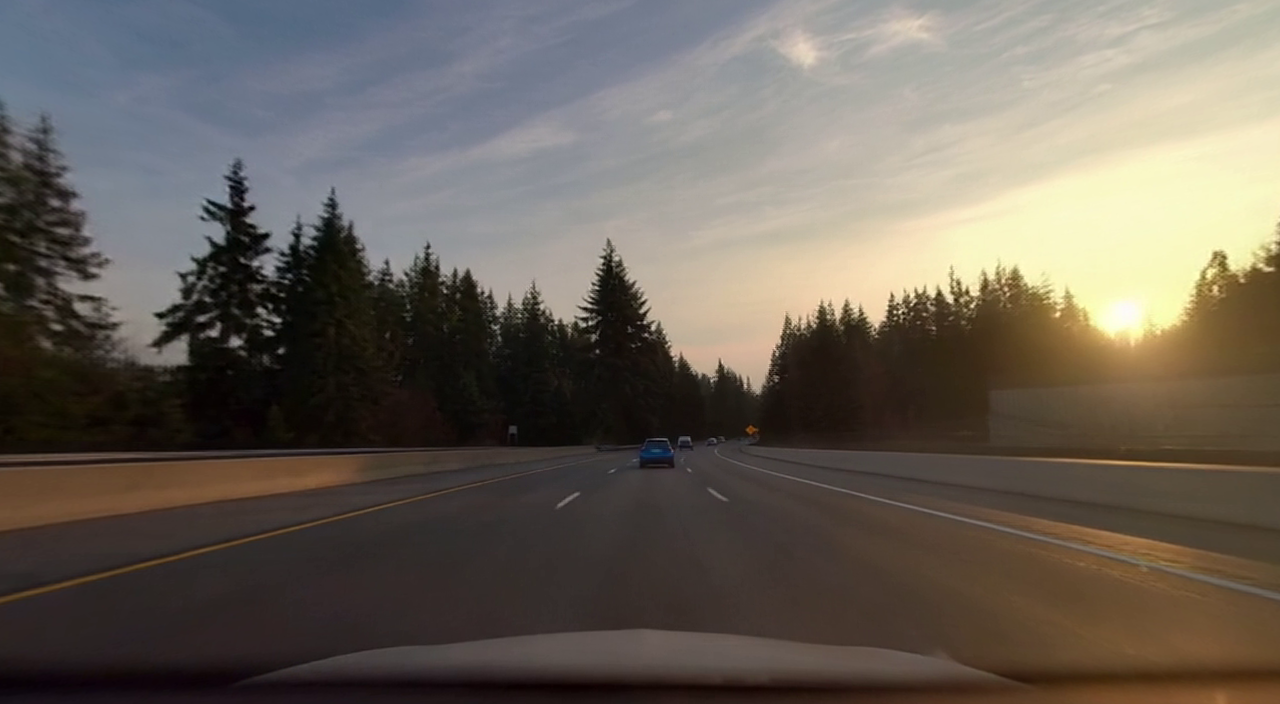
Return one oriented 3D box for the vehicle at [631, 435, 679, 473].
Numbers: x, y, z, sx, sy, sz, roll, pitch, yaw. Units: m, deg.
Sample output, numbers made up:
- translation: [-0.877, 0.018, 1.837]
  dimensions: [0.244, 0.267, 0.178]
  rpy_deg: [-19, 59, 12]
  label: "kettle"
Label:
- translation: [0.733, 4.854, 30.093]
  dimensions: [2.133, 1.686, 4.203]
  rpy_deg: [-1, -8, 2]
  label: "vehicle"
